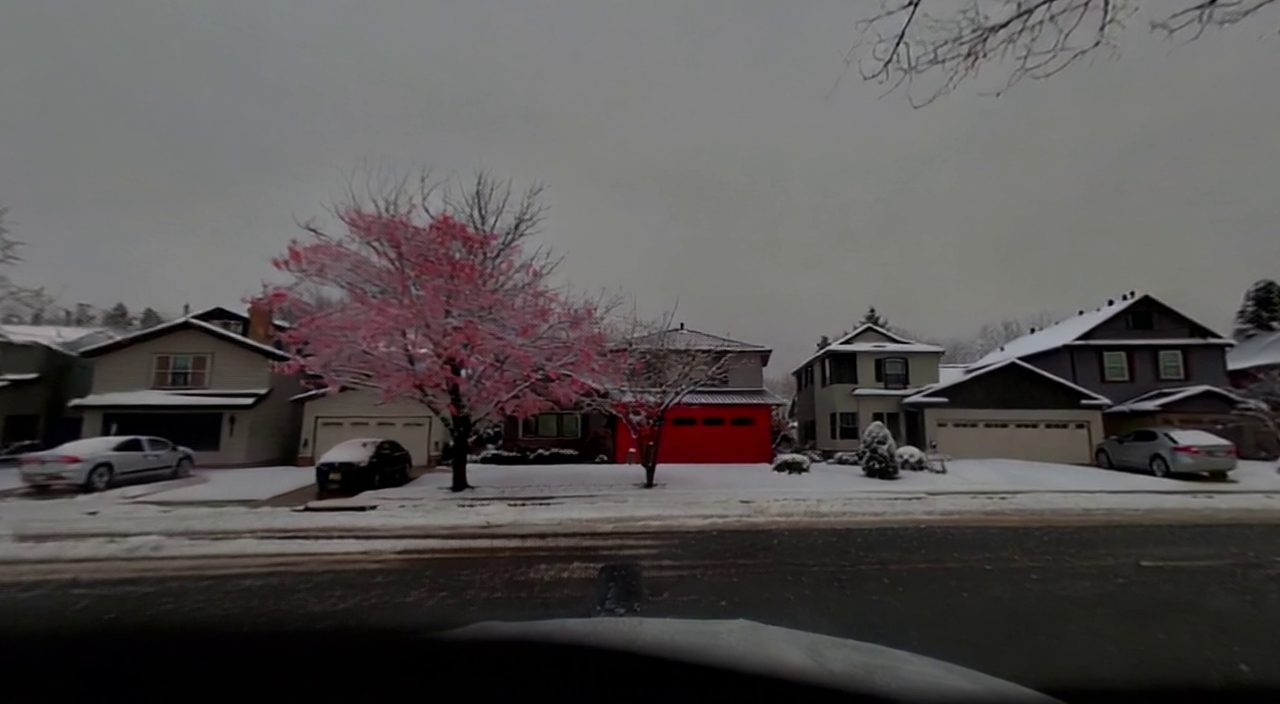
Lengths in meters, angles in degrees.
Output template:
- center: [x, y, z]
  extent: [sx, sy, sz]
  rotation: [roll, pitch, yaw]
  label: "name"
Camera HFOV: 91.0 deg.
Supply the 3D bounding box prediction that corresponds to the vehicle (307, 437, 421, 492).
- center: [-8.329, 3.409, 19.473]
  extent: [1.968, 1.491, 4.486]
  rotation: [1, -9, -7]
  label: "vehicle"
